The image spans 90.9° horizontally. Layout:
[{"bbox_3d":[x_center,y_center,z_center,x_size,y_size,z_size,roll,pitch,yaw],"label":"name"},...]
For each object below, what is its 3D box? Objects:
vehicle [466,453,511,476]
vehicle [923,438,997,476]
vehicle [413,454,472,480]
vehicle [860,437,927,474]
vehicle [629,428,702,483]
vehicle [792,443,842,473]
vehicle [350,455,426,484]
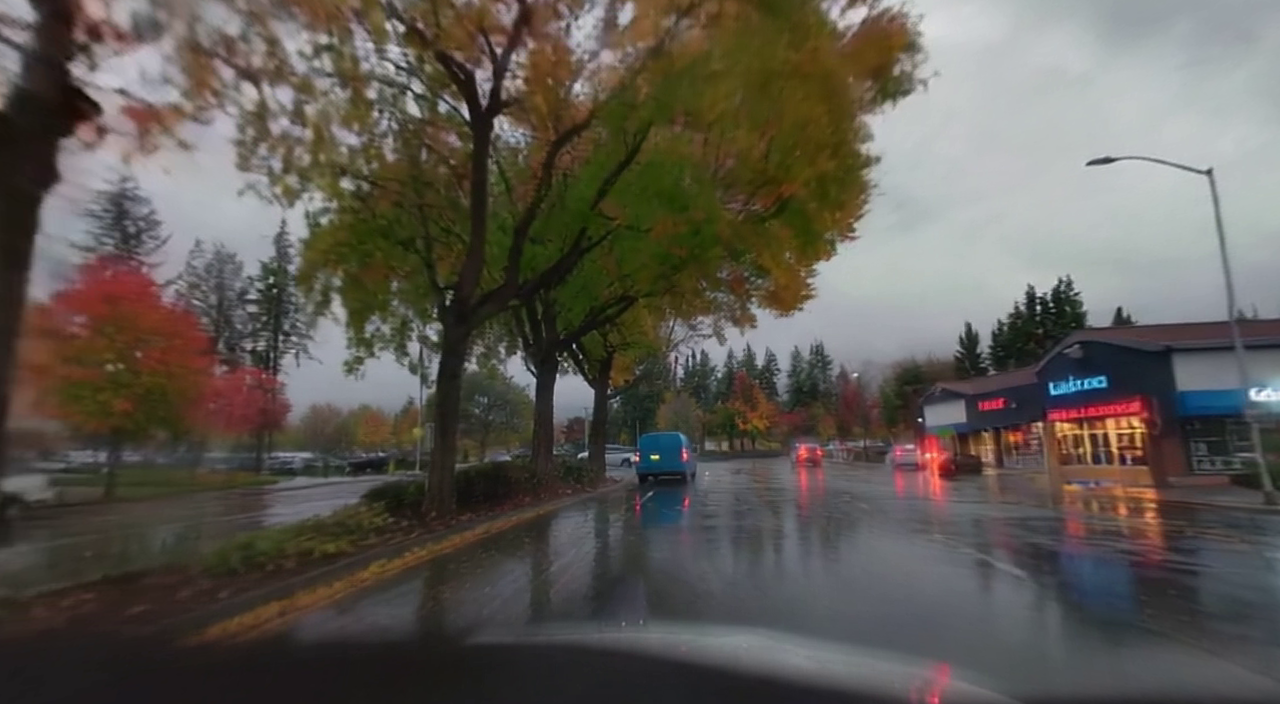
[{"bbox_3d":[-11.526,8.564,48.218,1.947,1.558,4.065,-1,-8,7],"label":"vehicle"},{"bbox_3d":[16.051,5.273,31.868,2.076,1.759,3.970,-1,-8,8],"label":"vehicle"},{"bbox_3d":[-12.493,7.268,40.201,1.877,1.445,4.436,-1,-8,7],"label":"vehicle"},{"bbox_3d":[12.948,5.310,32.527,2.040,1.738,4.414,-1,-8,7],"label":"vehicle"},{"bbox_3d":[1.095,3.911,24.150,2.344,1.863,4.665,-1,-8,8],"label":"vehicle"},{"bbox_3d":[9.320,5.575,33.477,1.886,1.464,4.290,-1,-8,7],"label":"vehicle"},{"bbox_3d":[-13.513,6.294,34.114,1.797,1.351,4.300,-2,-8,10],"label":"vehicle"}]
